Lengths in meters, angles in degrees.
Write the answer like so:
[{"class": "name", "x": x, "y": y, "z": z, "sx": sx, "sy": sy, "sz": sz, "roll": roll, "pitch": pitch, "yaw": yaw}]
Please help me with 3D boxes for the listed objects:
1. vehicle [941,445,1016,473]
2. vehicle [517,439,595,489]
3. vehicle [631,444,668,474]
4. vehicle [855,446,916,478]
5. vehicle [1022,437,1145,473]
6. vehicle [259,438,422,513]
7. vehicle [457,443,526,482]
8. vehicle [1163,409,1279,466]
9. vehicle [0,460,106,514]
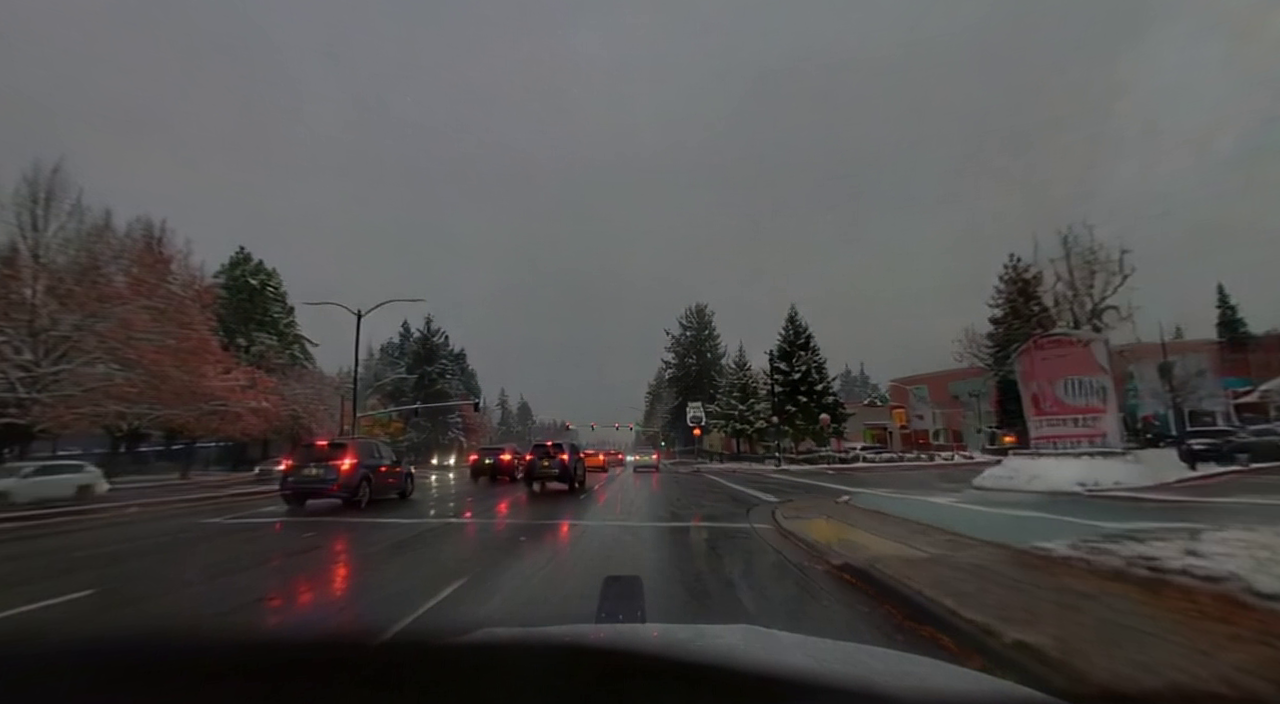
[{"class": "vehicle", "x": 20.105, "y": 6.350, "z": 37.648, "sx": 1.938, "sy": 1.490, "sz": 4.750, "roll": 0, "pitch": -9, "yaw": 2}, {"class": "vehicle", "x": -2.994, "y": 4.125, "z": 23.518, "sx": 2.165, "sy": 1.663, "sz": 4.513, "roll": 0, "pitch": -9, "yaw": 2}, {"class": "vehicle", "x": 0.580, "y": 6.560, "z": 38.673, "sx": 2.144, "sy": 1.704, "sz": 4.028, "roll": 0, "pitch": -9, "yaw": 0}, {"class": "vehicle", "x": 14.250, "y": 6.369, "z": 36.817, "sx": 1.963, "sy": 1.703, "sz": 4.447, "roll": 0, "pitch": -9, "yaw": 3}, {"class": "vehicle", "x": 20.280, "y": 4.727, "z": 29.077, "sx": 1.899, "sy": 1.521, "sz": 4.410, "roll": 2, "pitch": -9, "yaw": -13}, {"class": "vehicle", "x": -7.288, "y": 3.020, "z": 15.922, "sx": 1.932, "sy": 1.596, "sz": 4.247, "roll": 0, "pitch": -9, "yaw": 1}, {"class": "vehicle", "x": -7.075, "y": 5.290, "z": 30.512, "sx": 2.069, "sy": 1.719, "sz": 4.441, "roll": 0, "pitch": -9, "yaw": 2}, {"class": "vehicle", "x": 25.428, "y": 3.435, "z": 25.578, "sx": 5.755, "sy": 2.030, "sz": 2.287, "roll": -6, "pitch": -11, "yaw": 17}, {"class": "vehicle", "x": -20.038, "y": 4.247, "z": 20.003, "sx": 1.852, "sy": 1.507, "sz": 4.791, "roll": 0, "pitch": -9, "yaw": 1}]
